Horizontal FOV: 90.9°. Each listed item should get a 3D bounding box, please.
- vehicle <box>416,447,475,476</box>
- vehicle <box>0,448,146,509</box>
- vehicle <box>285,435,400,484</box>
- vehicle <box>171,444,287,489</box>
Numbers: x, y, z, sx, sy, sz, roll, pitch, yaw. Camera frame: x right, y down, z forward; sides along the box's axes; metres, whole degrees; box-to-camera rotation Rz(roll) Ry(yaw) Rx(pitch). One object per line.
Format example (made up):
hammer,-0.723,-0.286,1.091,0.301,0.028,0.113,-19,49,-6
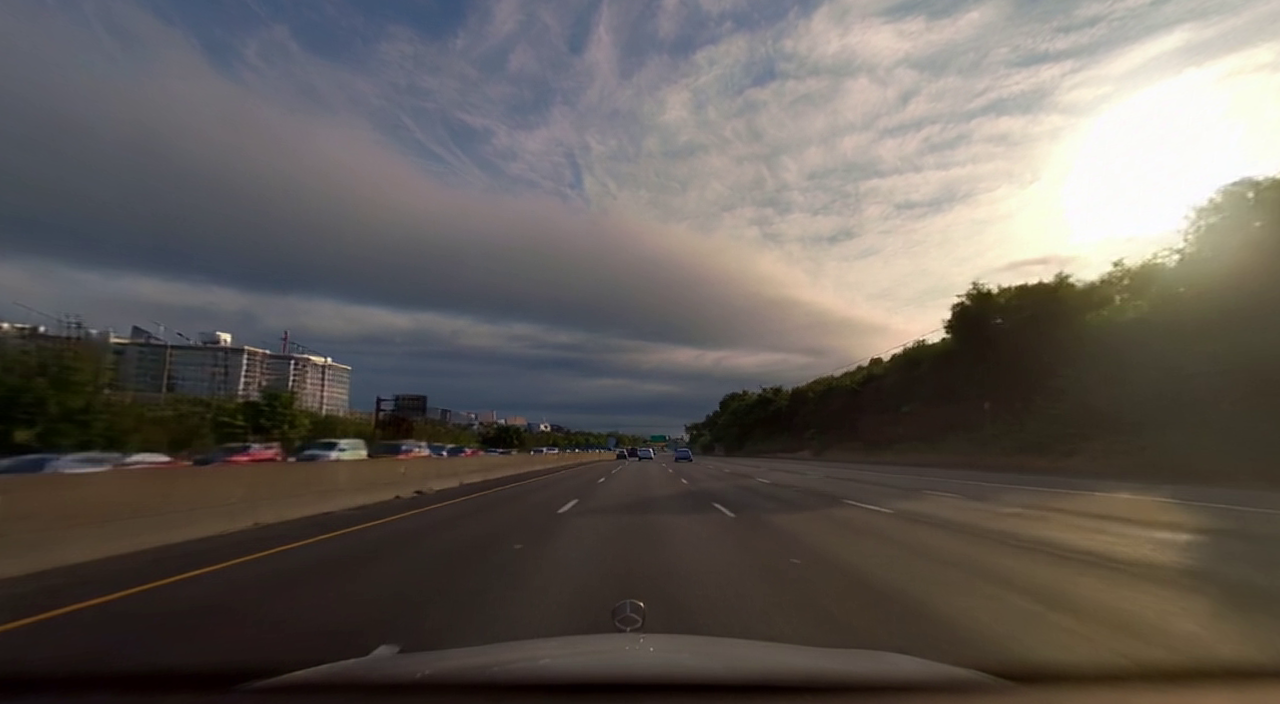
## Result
vehicle,-10.820,6.104,35.350,1.930,1.455,4.135,-1,-9,1
vehicle,-16.106,3.314,16.935,1.940,1.436,4.528,0,-9,0
vehicle,-11.571,4.233,25.038,2.060,1.730,5.120,0,-9,0
vehicle,-16.050,4.477,24.870,1.892,1.588,3.811,-1,-9,1
